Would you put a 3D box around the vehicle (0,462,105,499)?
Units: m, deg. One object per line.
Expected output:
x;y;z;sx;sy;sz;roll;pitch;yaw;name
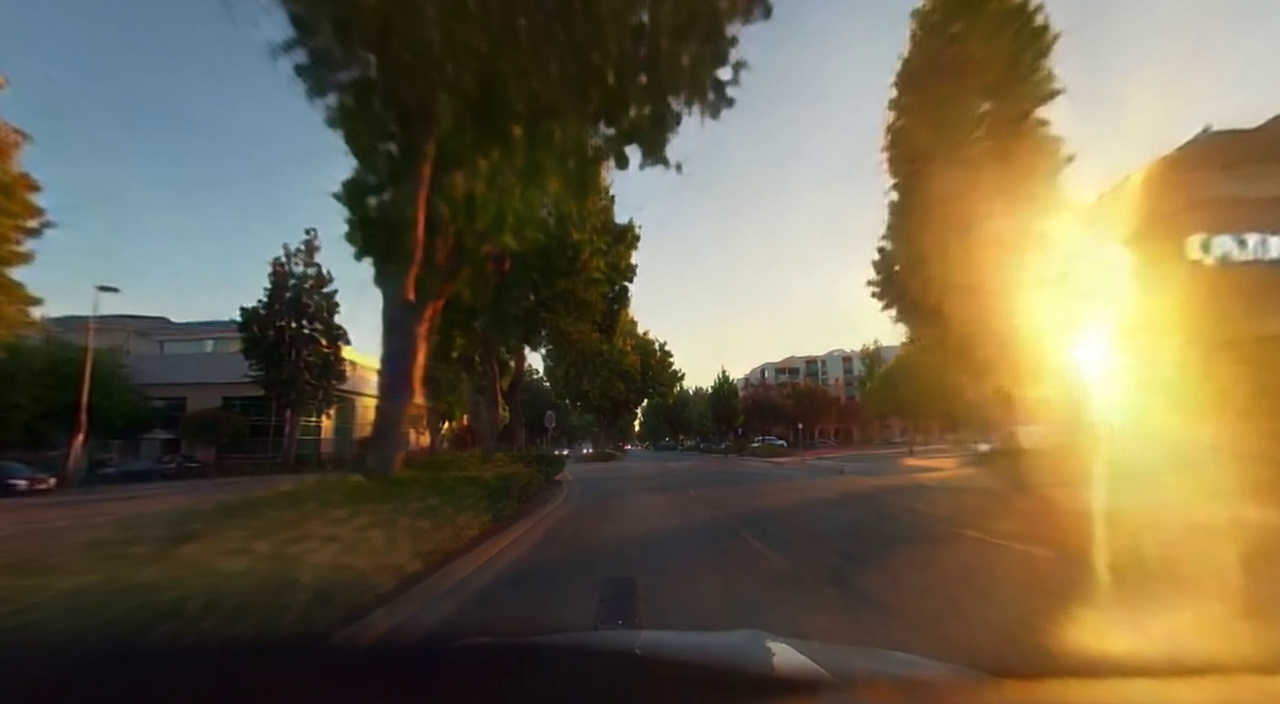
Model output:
-29.620;6.233;30.630;4.739;1.638;2.515;0;-9;-1;vehicle

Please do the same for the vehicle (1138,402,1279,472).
33.531;4.665;34.338;10.143;3.636;2.880;0;-9;-2;vehicle

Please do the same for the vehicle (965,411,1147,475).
22.053;4.838;33.689;7.634;3.061;2.777;-1;-8;0;vehicle
